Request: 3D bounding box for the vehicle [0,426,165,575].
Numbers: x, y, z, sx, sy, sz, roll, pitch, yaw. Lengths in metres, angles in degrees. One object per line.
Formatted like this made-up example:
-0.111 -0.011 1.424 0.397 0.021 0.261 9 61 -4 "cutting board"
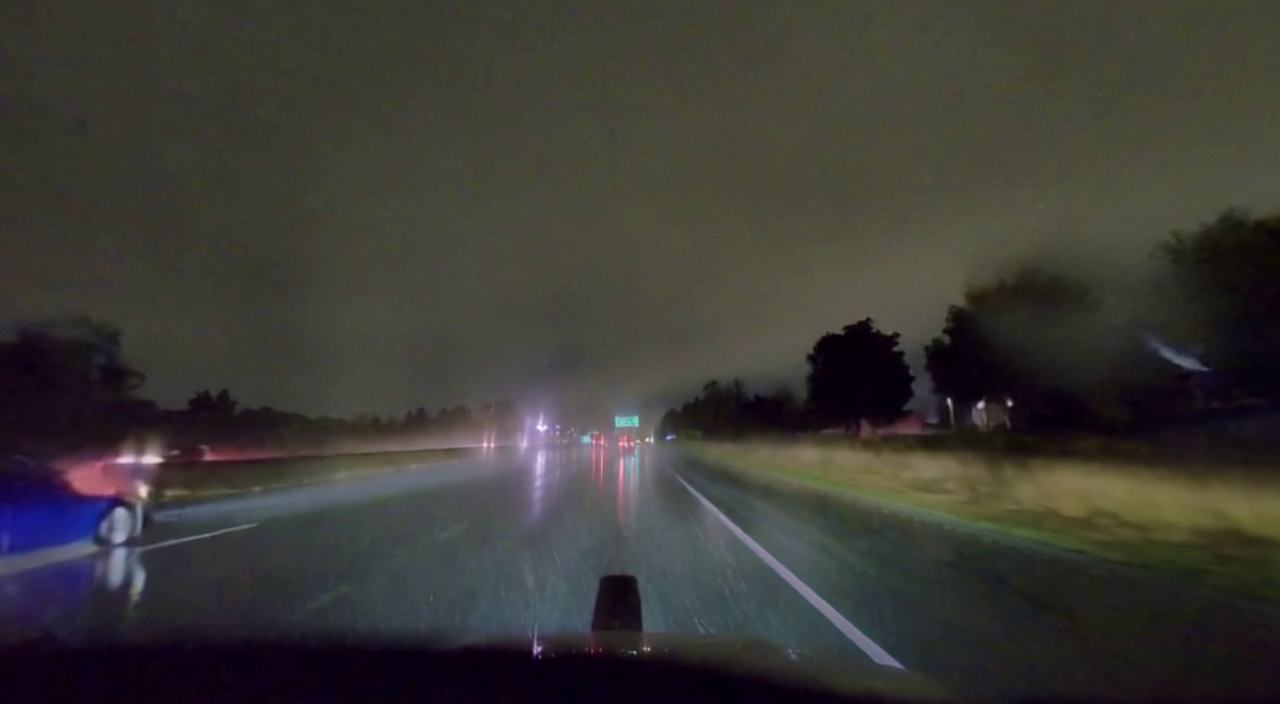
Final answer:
-7.334 1.467 6.191 1.949 1.465 4.318 0 -8 -1 "vehicle"
